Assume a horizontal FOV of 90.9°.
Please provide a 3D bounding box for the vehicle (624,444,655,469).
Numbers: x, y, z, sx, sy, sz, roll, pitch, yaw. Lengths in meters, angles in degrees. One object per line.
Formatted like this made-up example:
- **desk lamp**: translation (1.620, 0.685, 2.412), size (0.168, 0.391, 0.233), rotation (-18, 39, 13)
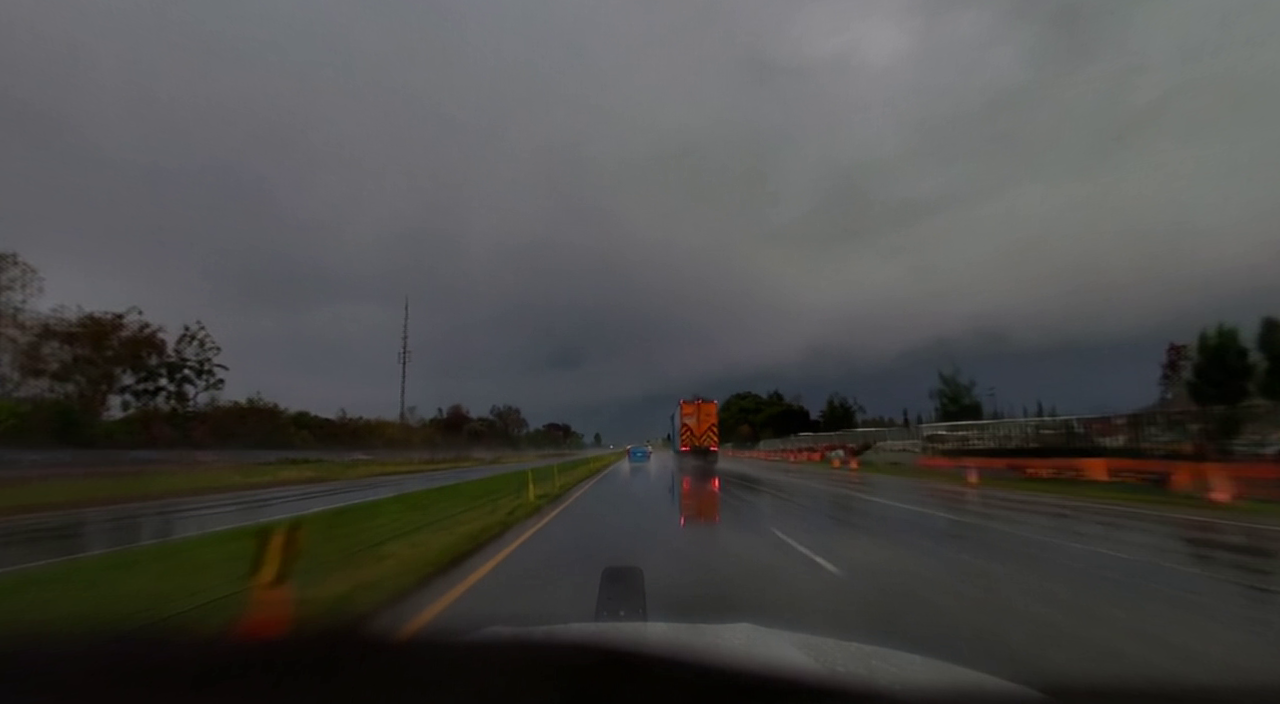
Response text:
- **vehicle**: translation (-0.049, 7.156, 43.318), size (2.065, 1.573, 3.734), rotation (0, -9, 0)

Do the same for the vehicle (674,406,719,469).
- **vehicle**: translation (4.051, 6.306, 46.353), size (2.704, 4.310, 5.716), rotation (0, -9, 0)
